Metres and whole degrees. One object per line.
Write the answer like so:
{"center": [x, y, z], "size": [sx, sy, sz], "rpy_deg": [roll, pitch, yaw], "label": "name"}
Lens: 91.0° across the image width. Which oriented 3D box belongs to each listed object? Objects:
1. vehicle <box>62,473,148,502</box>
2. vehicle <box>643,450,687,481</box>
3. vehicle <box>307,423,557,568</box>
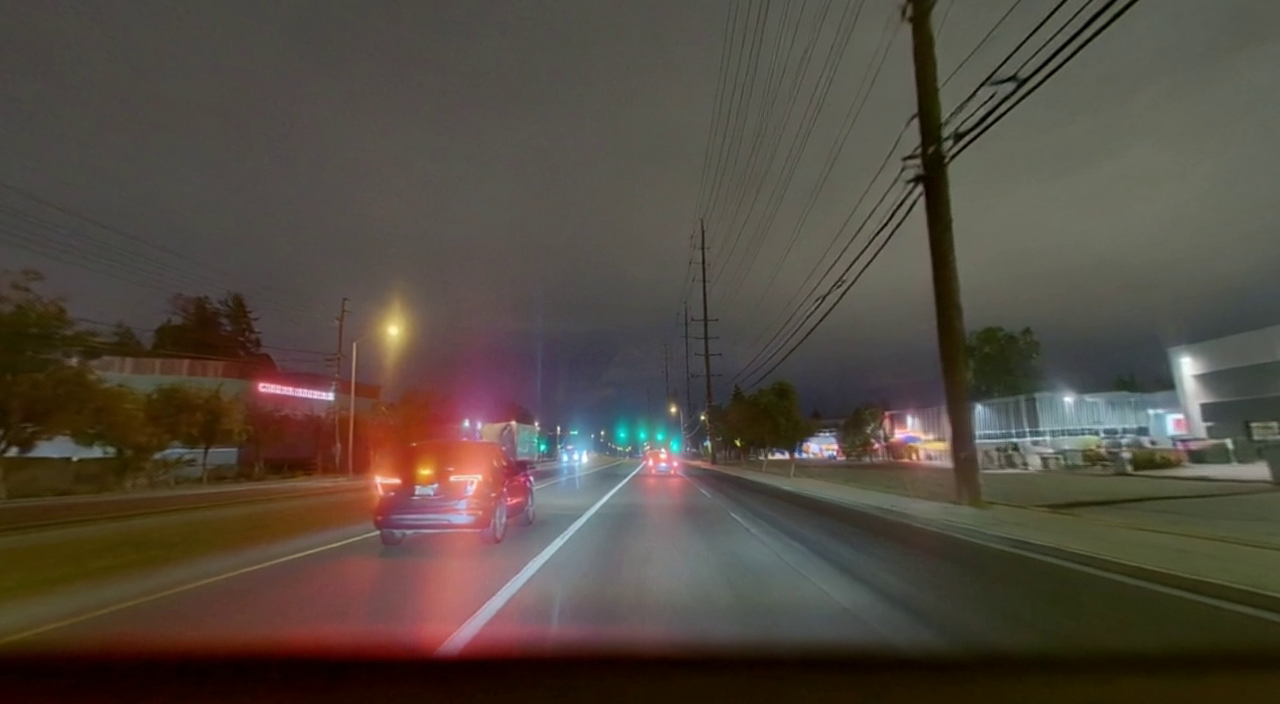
{"center": [-38.332, 9.708, 45.133], "size": [4.458, 1.674, 2.034], "rpy_deg": [-2, -5, 2], "label": "vehicle"}
{"center": [1.247, 5.925, 33.094], "size": [2.114, 1.492, 4.453], "rpy_deg": [0, -9, 1], "label": "vehicle"}
{"center": [-2.795, 2.073, 9.906], "size": [2.169, 1.679, 4.723], "rpy_deg": [0, -9, 2], "label": "vehicle"}
